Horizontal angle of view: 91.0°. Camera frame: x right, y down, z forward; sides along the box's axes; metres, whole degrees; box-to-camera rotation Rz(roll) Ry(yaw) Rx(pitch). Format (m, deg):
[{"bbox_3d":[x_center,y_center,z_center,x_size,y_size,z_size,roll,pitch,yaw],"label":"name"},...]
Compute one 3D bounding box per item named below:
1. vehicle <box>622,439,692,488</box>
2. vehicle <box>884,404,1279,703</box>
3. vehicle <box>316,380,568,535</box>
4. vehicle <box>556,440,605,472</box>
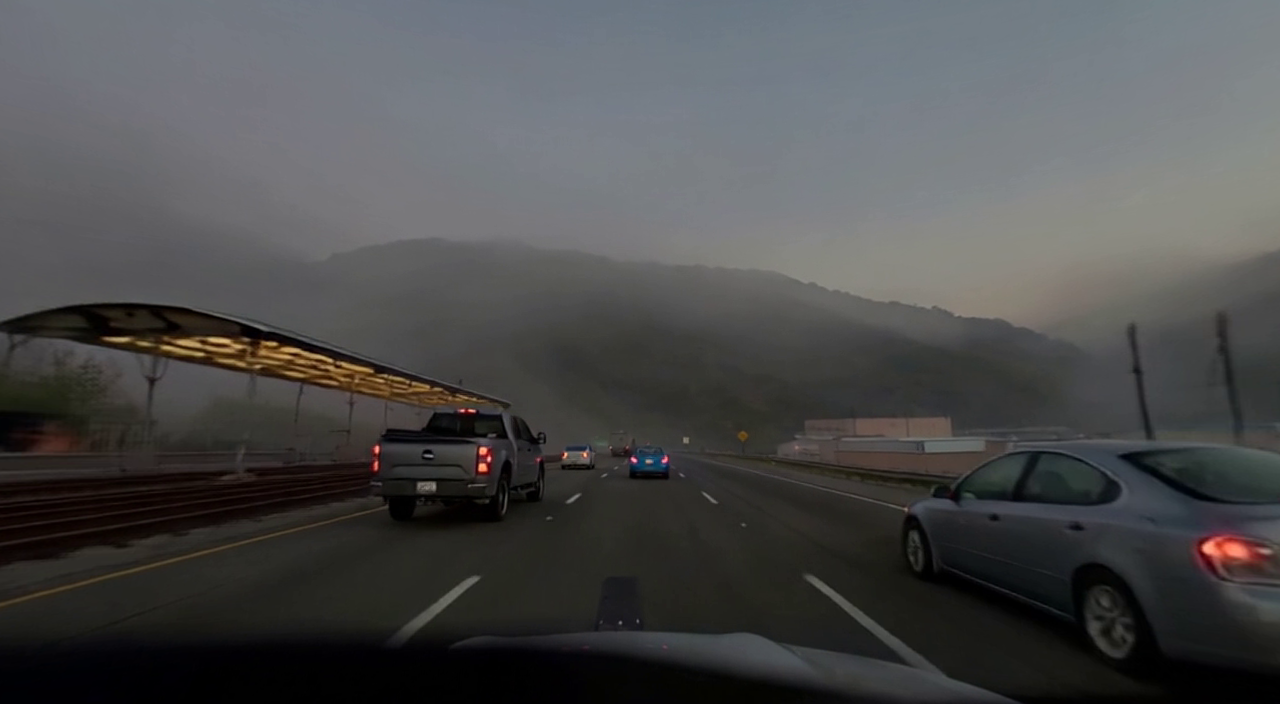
[{"bbox_3d":[0.516,3.783,21.723,2.171,1.493,4.081,0,-8,0],"label":"vehicle"},{"bbox_3d":[3.707,1.252,4.460,2.023,1.510,4.773,0,-8,0],"label":"vehicle"},{"bbox_3d":[-3.247,2.018,12.569,2.733,2.230,6.820,0,-8,1],"label":"vehicle"},{"bbox_3d":[-3.135,5.621,34.340,2.151,1.613,4.786,0,-8,1],"label":"vehicle"}]
